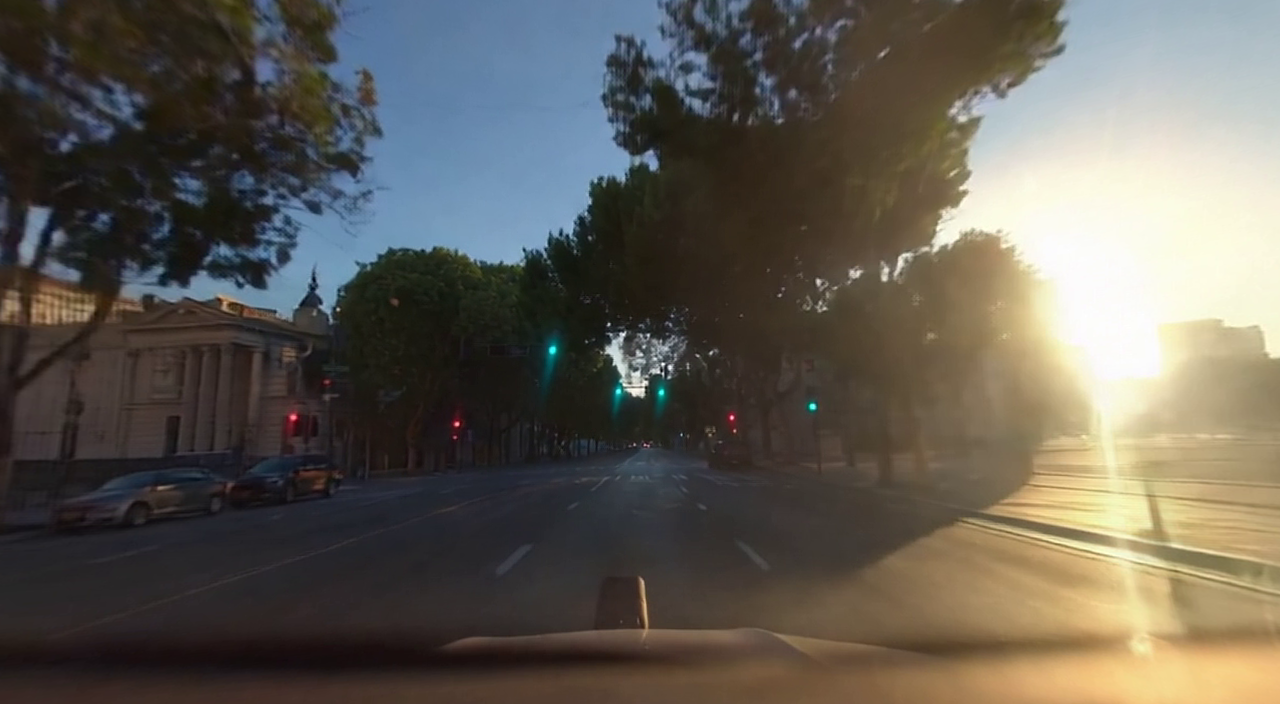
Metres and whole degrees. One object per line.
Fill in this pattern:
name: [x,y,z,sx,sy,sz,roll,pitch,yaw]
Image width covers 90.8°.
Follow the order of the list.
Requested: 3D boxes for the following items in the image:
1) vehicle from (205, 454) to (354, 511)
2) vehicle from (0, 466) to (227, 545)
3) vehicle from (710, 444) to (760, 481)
vehicle: [-12.457,4.505,22.401,2.011,1.668,5.474,-1,-8,0]
vehicle: [-12.338,3.576,15.281,1.767,1.455,4.389,0,-8,-1]
vehicle: [4.299,5.001,28.859,2.085,1.530,4.125,-2,-9,8]
